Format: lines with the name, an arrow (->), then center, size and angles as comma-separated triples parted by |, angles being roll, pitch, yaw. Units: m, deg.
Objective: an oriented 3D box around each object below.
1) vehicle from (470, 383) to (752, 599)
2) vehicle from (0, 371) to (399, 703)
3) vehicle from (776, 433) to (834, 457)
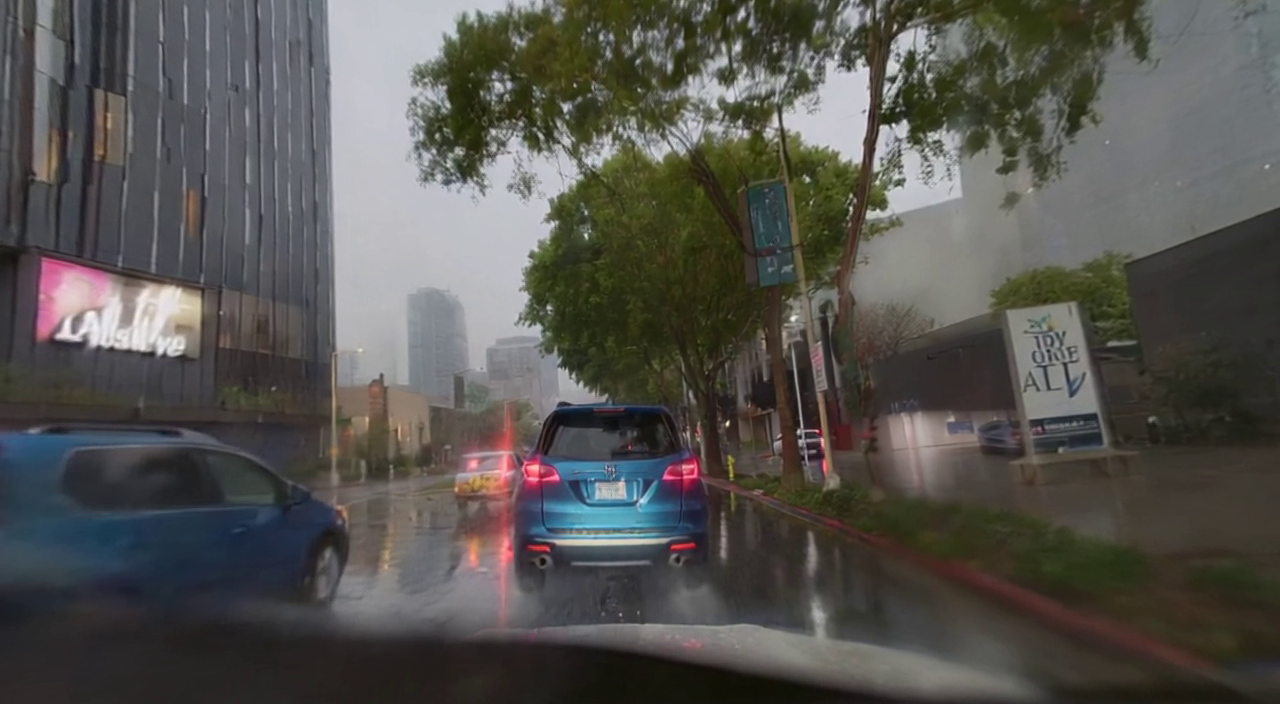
vehicle -> -0.343, 1.570, 7.993 | 2.531, 1.930, 4.382 | 0, -8, -2
vehicle -> -3.409, 1.203, 4.269 | 1.971, 1.658, 4.428 | 0, -8, -2
vehicle -> 10.504, 5.929, 40.095 | 1.877, 1.416, 3.965 | -8, -12, 41
